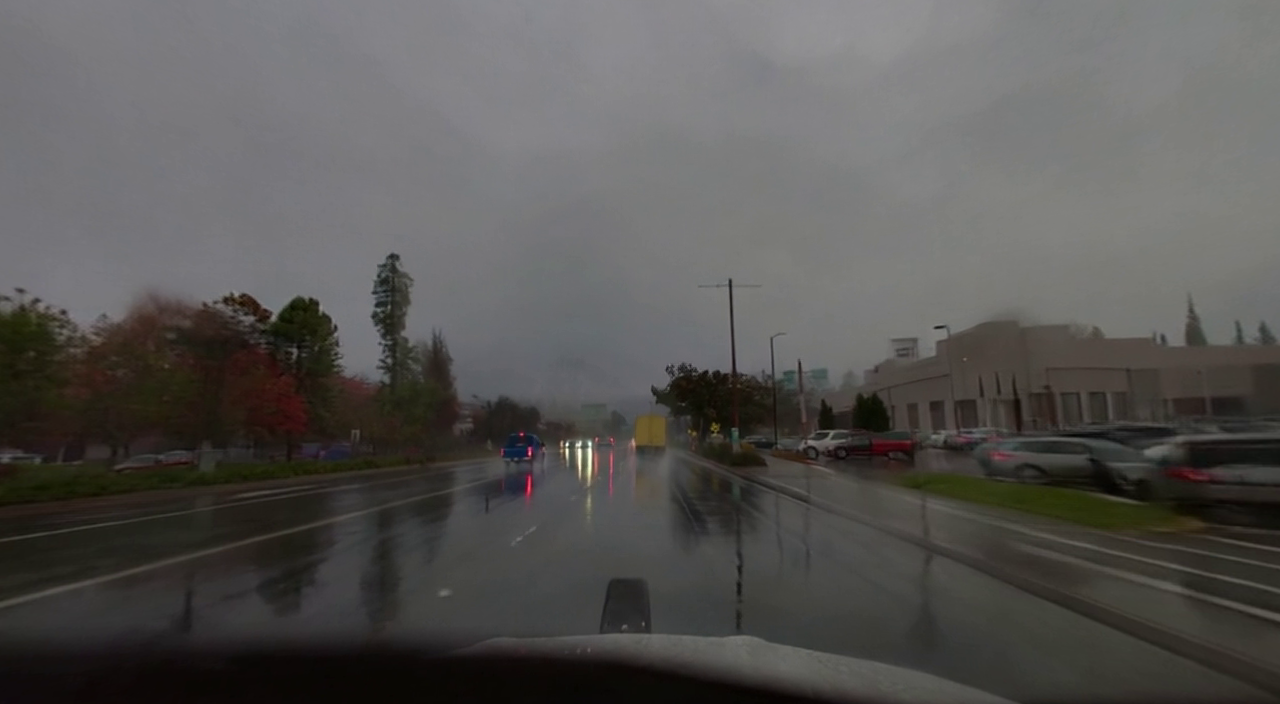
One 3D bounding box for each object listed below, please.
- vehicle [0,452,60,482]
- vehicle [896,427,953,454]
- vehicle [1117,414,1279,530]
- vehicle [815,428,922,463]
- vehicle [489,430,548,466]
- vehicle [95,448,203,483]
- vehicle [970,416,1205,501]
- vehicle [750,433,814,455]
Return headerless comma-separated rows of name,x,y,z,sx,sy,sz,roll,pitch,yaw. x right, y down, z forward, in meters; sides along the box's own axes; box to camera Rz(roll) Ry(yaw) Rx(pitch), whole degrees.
vehicle,-33.613,6.043,33.329,4.071,1.495,1.741,0,-8,-2
vehicle,20.270,6.364,45.114,1.983,1.782,4.920,-1,-8,3
vehicle,9.410,1.629,8.681,2.097,1.497,4.685,0,-8,2
vehicle,11.485,4.761,31.957,4.655,1.688,1.876,0,-8,1
vehicle,-6.761,5.439,35.753,2.149,1.893,5.187,0,-8,2
vehicle,-25.978,5.980,33.600,1.918,1.687,4.653,0,-8,1
vehicle,9.459,2.296,13.921,1.956,1.551,4.439,0,-8,1
vehicle,10.695,6.952,47.551,4.346,1.595,1.964,0,-8,0
